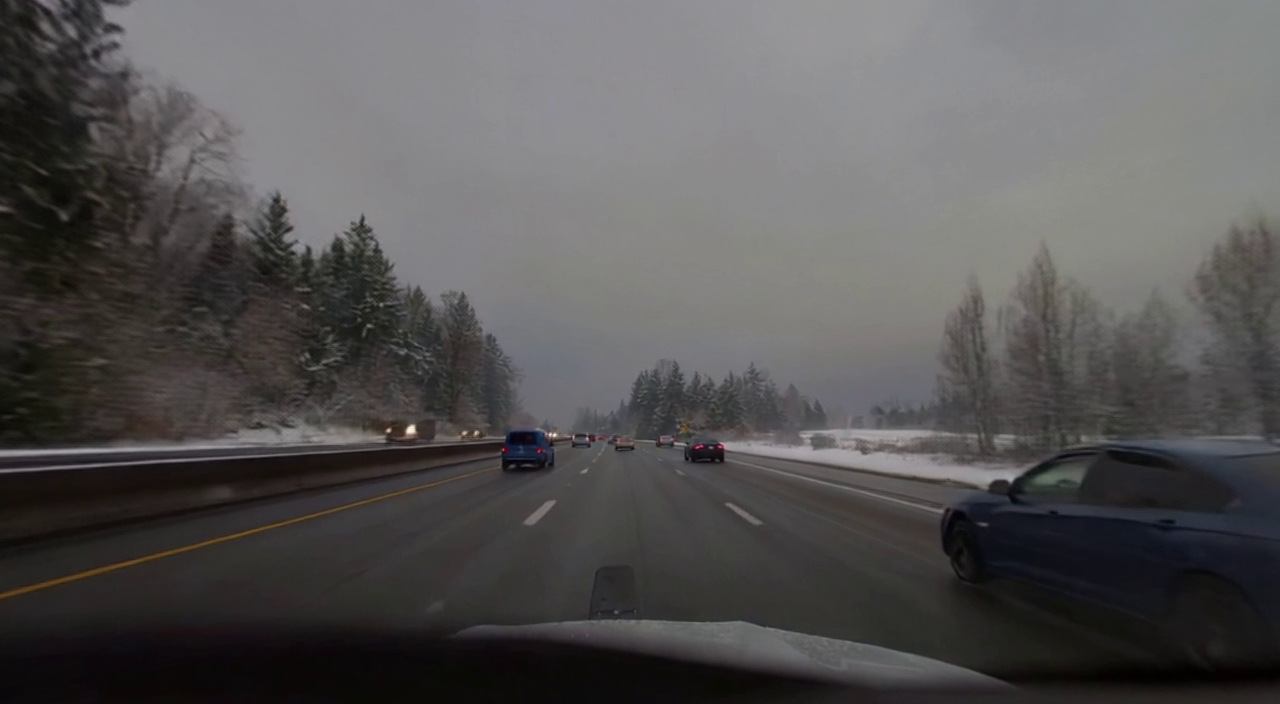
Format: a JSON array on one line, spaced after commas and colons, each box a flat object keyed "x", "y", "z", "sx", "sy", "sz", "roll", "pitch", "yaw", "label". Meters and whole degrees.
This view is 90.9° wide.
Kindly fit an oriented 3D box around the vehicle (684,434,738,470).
[{"x": 3.172, "y": 4.543, "z": 28.964, "sx": 1.883, "sy": 1.536, "sz": 3.792, "roll": 1, "pitch": -8, "yaw": -3, "label": "vehicle"}]

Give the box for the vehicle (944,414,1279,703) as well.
[{"x": 3.839, "y": 1.174, "z": 3.832, "sx": 1.986, "sy": 1.488, "sz": 3.867, "roll": 1, "pitch": -8, "yaw": -1, "label": "vehicle"}]

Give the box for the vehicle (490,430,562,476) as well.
[{"x": -4.154, "y": 3.725, "z": 23.583, "sx": 1.941, "sy": 1.529, "sz": 4.111, "roll": 0, "pitch": -8, "yaw": -1, "label": "vehicle"}]

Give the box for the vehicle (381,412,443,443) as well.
[{"x": -14.376, "y": 4.829, "z": 40.077, "sx": 2.062, "sy": 1.813, "sz": 4.744, "roll": 0, "pitch": -7, "yaw": 1, "label": "vehicle"}]
